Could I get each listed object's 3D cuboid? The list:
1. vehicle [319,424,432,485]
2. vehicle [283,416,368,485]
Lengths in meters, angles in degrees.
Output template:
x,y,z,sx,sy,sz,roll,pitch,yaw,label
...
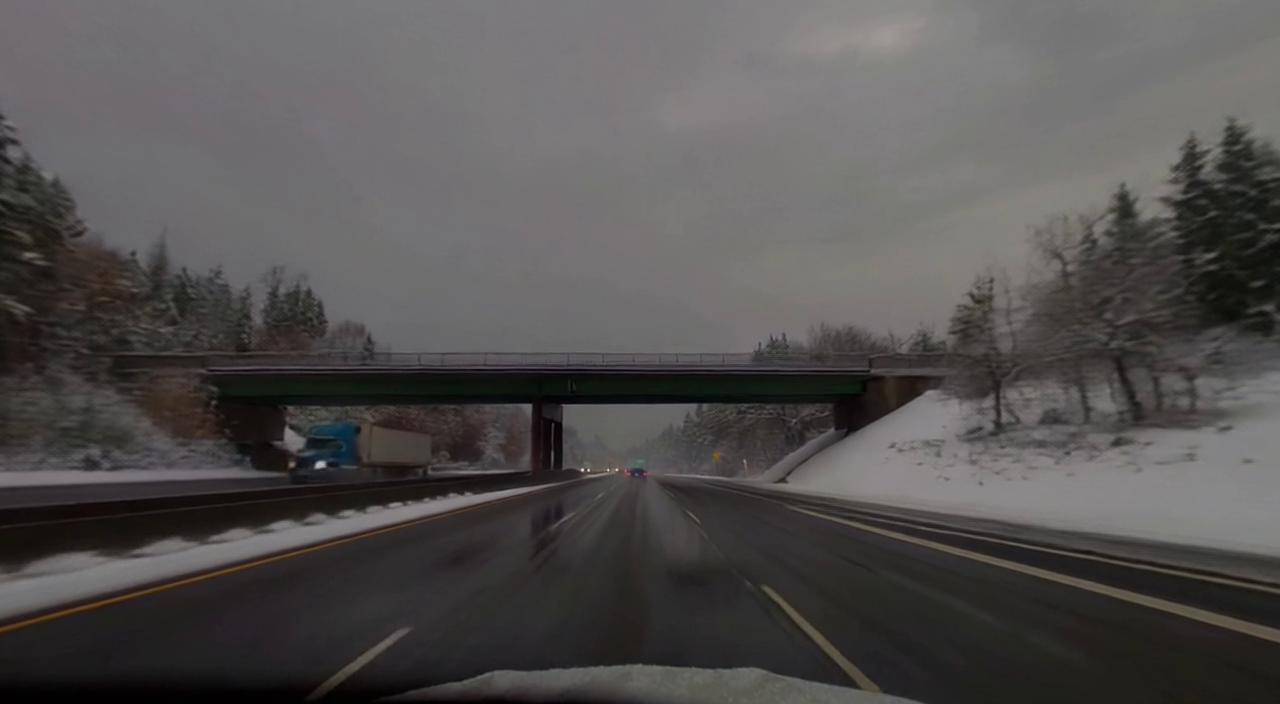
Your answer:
x,y,z,sx,sy,sz,roll,pitch,yaw,label
-19.782,8.049,48.399,2.893,4.010,13.120,1,-11,0,vehicle
-19.773,6.278,39.830,2.986,4.121,4.023,1,-11,0,vehicle
